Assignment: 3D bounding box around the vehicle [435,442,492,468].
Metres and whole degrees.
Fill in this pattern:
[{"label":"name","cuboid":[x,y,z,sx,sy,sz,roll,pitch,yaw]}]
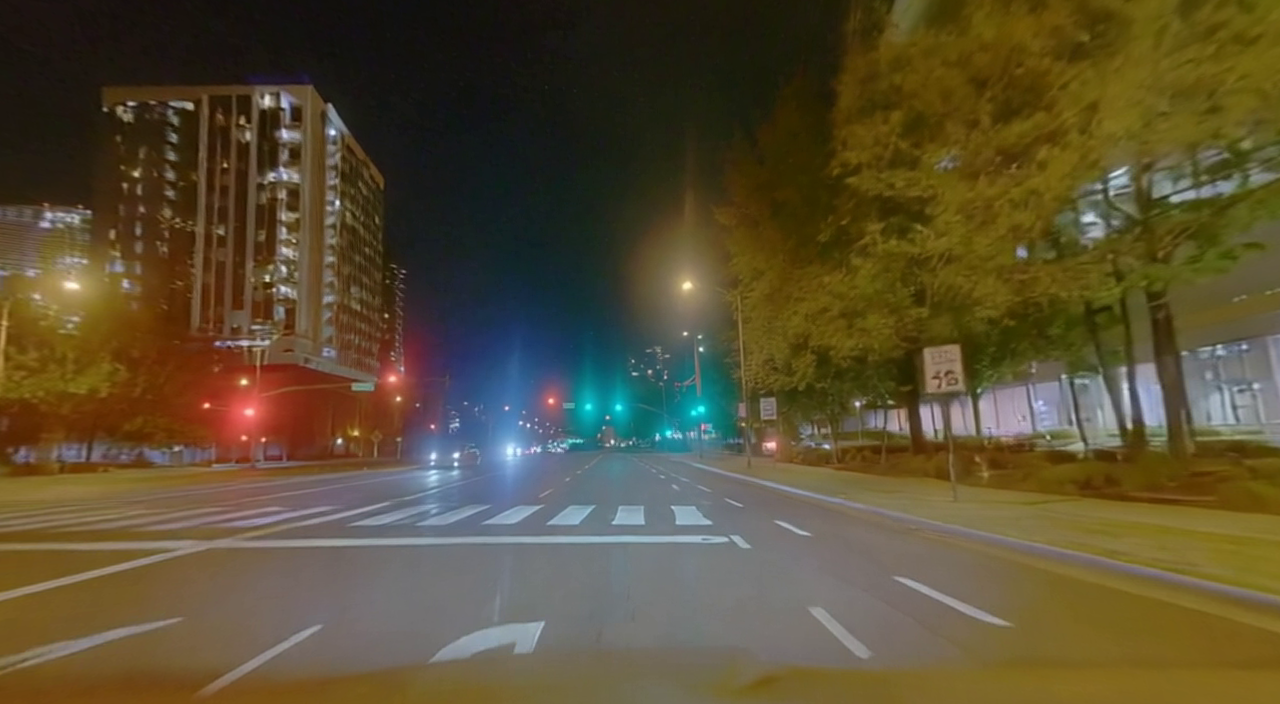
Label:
[{"label":"vehicle","cuboid":[-10.317,6.043,37.288,2.089,1.390,4.555,0,-8,0]}]
